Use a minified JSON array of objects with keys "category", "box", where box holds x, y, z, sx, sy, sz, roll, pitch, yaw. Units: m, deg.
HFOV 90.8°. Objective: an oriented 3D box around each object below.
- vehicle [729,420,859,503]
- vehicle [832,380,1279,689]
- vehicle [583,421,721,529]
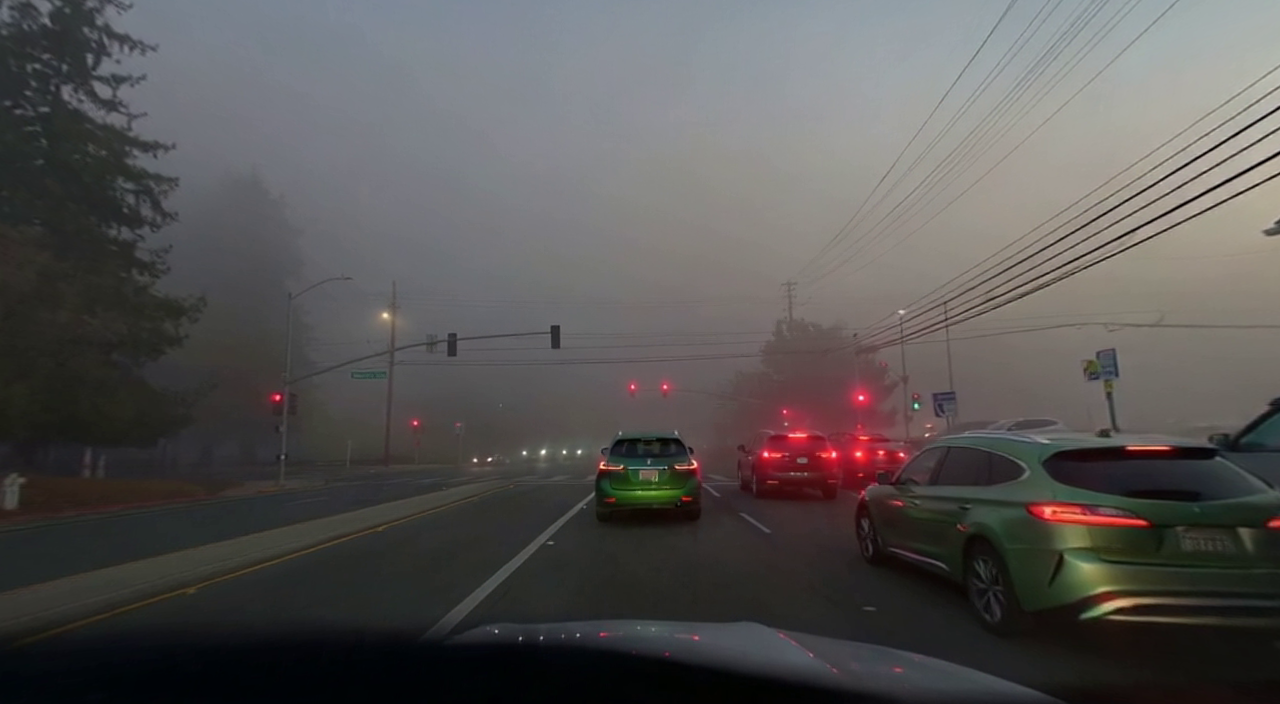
[{"category":"vehicle","box":[3.698,2.747,16.229,2.060,1.789,4.712,0,-9,-1]},{"category":"vehicle","box":[3.339,1.273,5.526,1.998,1.620,4.267,0,-9,1]},{"category":"vehicle","box":[0.185,2.216,11.891,2.149,1.668,3.962,0,-9,0]}]
